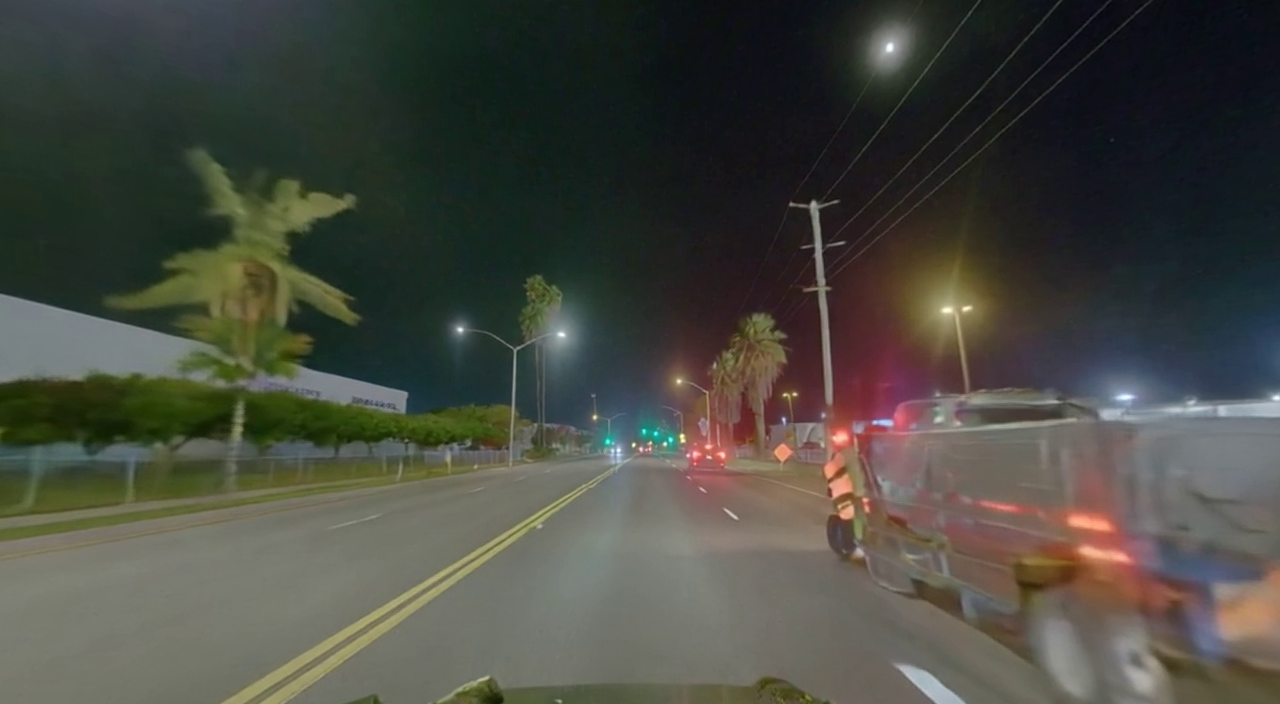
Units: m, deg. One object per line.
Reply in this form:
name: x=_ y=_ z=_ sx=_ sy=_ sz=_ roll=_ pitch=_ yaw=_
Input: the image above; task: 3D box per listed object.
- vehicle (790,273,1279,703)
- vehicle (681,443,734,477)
vehicle: x=3.059 y=1.092 z=4.956 sx=2.386 sy=1.970 sz=5.665 roll=0 pitch=-8 yaw=1
vehicle: x=3.312 y=5.370 z=31.670 sx=2.148 sy=1.562 sz=4.642 roll=0 pitch=-8 yaw=0
